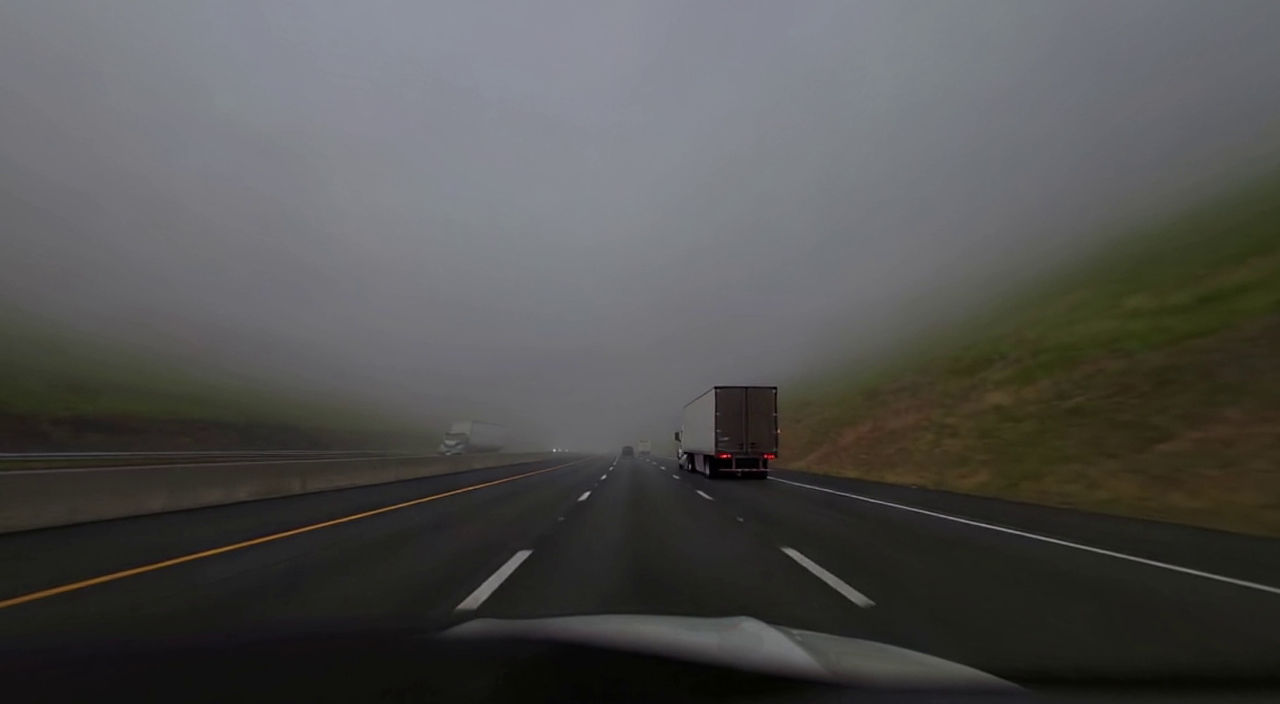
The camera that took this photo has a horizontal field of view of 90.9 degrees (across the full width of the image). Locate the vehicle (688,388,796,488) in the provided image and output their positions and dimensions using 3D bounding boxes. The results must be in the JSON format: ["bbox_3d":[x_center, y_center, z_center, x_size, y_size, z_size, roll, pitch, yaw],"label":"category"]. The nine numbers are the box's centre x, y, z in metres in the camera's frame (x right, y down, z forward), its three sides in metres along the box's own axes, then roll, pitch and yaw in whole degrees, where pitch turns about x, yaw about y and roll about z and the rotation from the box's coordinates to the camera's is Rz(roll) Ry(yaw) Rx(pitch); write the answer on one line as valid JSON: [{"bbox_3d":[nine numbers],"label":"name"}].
[{"bbox_3d":[4.125,4.008,28.653,2.876,3.586,11.726,0,-9,0],"label":"vehicle"}]
